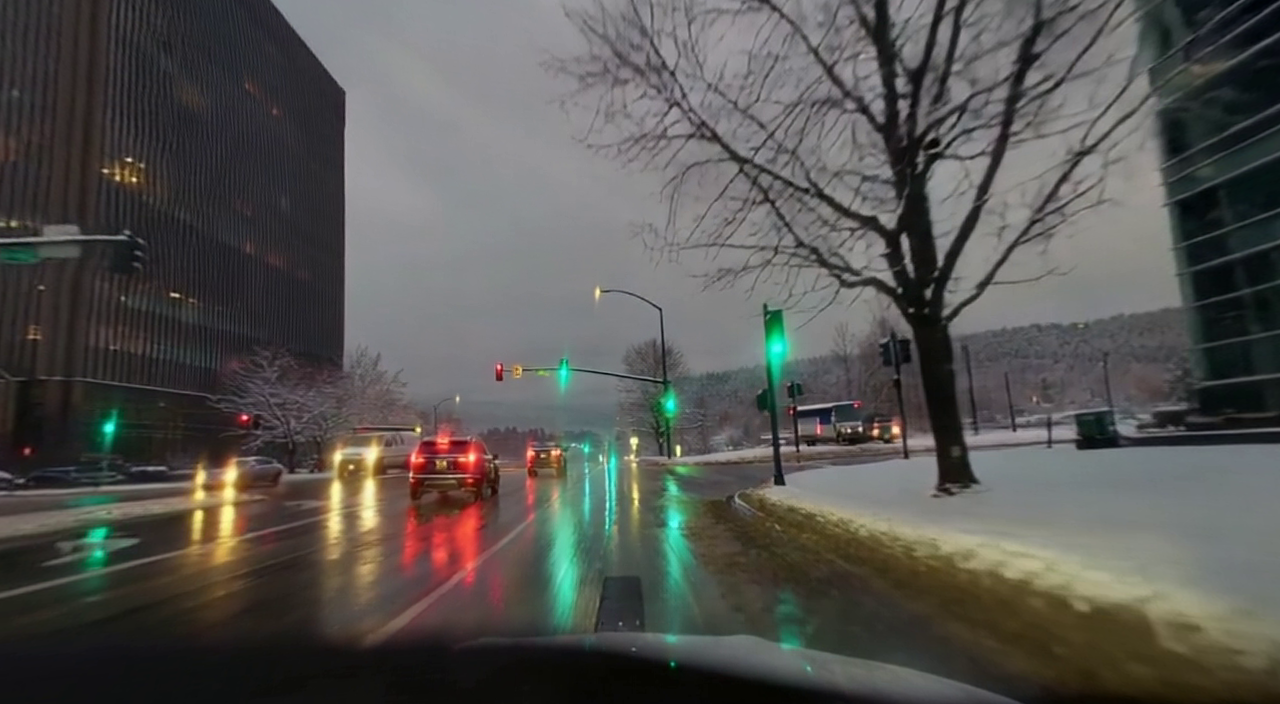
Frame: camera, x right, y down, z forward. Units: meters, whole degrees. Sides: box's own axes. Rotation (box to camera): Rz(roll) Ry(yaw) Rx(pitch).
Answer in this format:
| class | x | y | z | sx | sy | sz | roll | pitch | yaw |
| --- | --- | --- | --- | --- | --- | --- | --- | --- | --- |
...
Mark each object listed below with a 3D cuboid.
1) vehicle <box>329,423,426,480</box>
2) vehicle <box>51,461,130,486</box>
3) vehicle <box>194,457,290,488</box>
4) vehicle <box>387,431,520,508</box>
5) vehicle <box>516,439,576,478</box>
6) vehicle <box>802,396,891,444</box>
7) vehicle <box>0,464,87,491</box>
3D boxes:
| class | x | y | z | sx | sy | sz | roll | pitch | yaw |
| --- | --- | --- | --- | --- | --- | --- | --- | --- | --- |
| vehicle | -18.286 | 7.019 | 44.595 | 3.394 | 3.584 | 8.313 | 0 | -9 | -1 |
| vehicle | -39.617 | 8.751 | 45.429 | 4.004 | 1.503 | 1.782 | -2 | -9 | 0 |
| vehicle | -23.349 | 7.050 | 37.179 | 2.103 | 1.590 | 4.613 | -2 | -9 | 12 |
| vehicle | -4.741 | 3.064 | 16.831 | 2.169 | 1.741 | 4.588 | 0 | -9 | -1 |
| vehicle | -4.820 | 5.560 | 33.136 | 2.384 | 1.849 | 5.009 | 0 | -9 | 0 |
| vehicle | 14.083 | 4.789 | 43.377 | 4.005 | 2.827 | 4.538 | 4 | -10 | -12 |
| vehicle | -39.300 | 8.135 | 40.842 | 4.760 | 1.526 | 2.108 | -1 | -8 | -3 |
